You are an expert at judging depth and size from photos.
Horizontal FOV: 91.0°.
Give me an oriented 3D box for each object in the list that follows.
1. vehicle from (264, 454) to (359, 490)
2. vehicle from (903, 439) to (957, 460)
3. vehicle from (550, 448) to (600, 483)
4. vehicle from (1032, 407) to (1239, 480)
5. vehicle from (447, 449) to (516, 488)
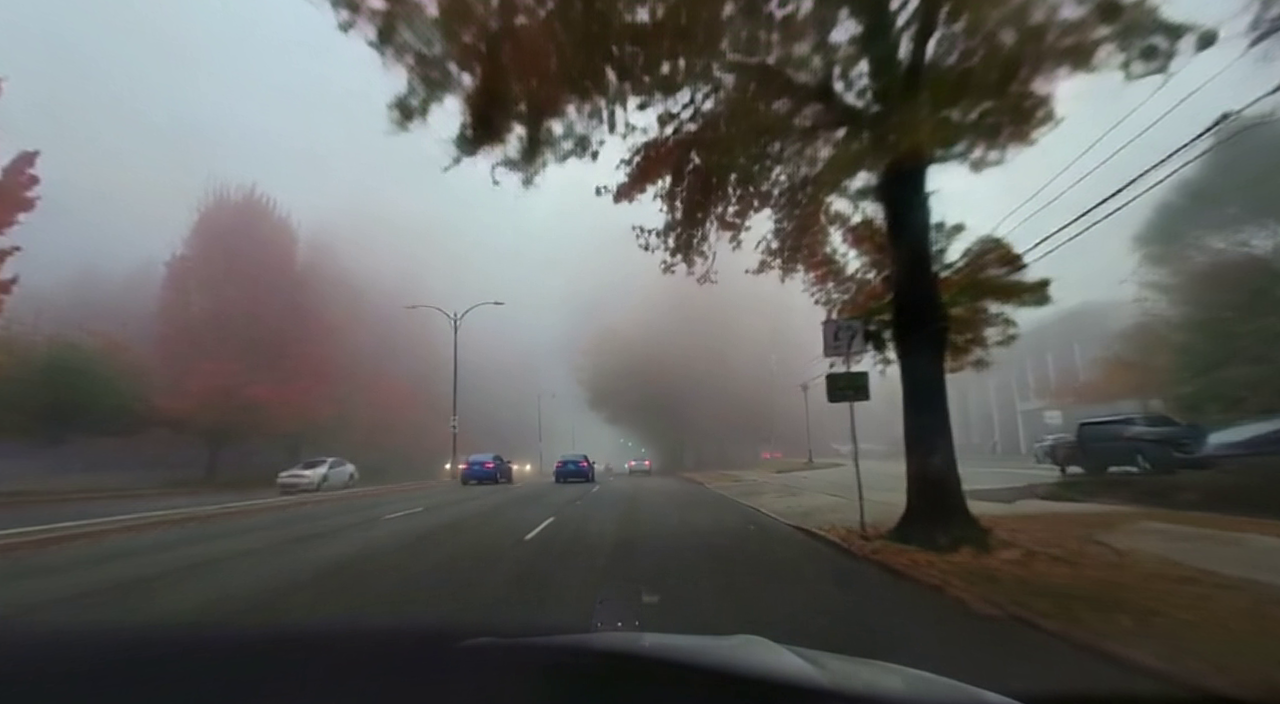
[{"bbox_3d":[-15.790,5.761,30.640,1.969,1.503,4.797,0,-9,1],"label":"vehicle"},{"bbox_3d":[22.147,7.466,48.257,1.884,1.532,4.745,0,-9,1],"label":"vehicle"},{"bbox_3d":[-3.374,5.981,33.450,2.085,1.663,4.513,0,-9,1],"label":"vehicle"},{"bbox_3d":[13.082,2.408,16.994,1.862,1.559,3.959,-4,-6,-11],"label":"vehicle"},{"bbox_3d":[-7.092,5.223,28.659,1.932,1.596,4.247,0,-9,1],"label":"vehicle"}]
